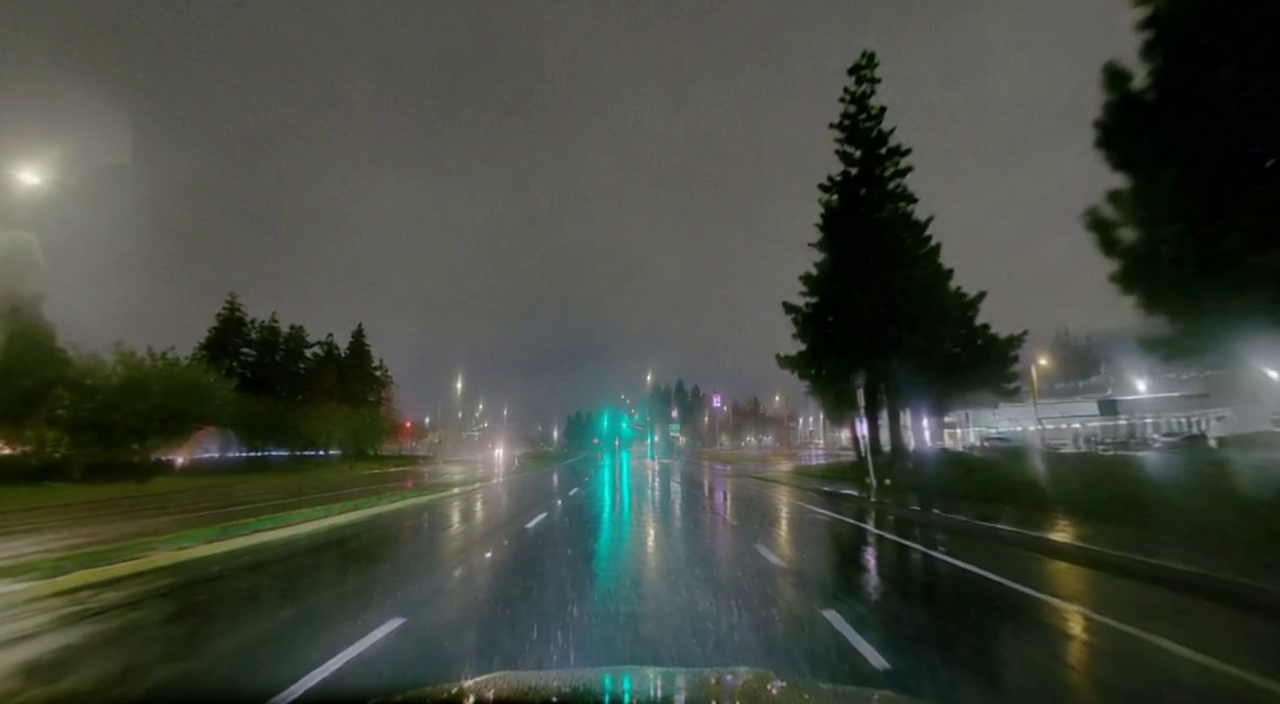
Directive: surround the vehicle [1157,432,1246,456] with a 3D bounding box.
[{"bbox_3d":[37.523,6.184,42.377,1.786,1.492,4.381,0,-8,-2],"label":"vehicle"}]
